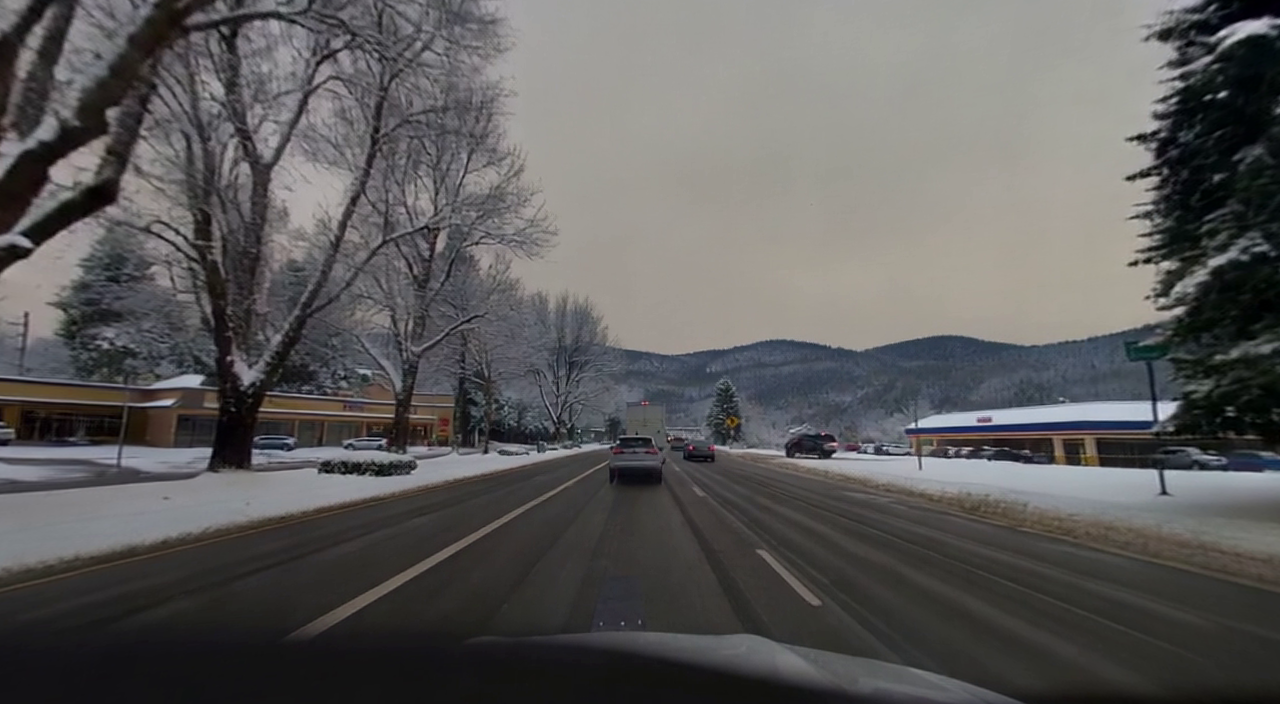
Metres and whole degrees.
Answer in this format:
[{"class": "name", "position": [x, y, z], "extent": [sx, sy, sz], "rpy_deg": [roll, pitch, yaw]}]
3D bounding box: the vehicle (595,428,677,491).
[{"class": "vehicle", "position": [-0.109, 3.148, 18.689], "extent": [2.193, 1.651, 3.946], "rpy_deg": [0, -8, 0]}]

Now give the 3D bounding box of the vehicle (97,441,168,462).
[{"class": "vehicle", "position": [-36.827, 7.215, 45.676], "extent": [3.640, 1.447, 1.788], "rpy_deg": [4, -9, -27]}]

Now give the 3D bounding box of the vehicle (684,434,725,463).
[{"class": "vehicle", "position": [3.897, 5.952, 38.744], "extent": [2.088, 1.655, 4.360], "rpy_deg": [0, -8, 0]}]

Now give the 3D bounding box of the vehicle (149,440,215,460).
[{"class": "vehicle", "position": [-35.856, 7.649, 49.212], "extent": [3.714, 1.510, 1.917], "rpy_deg": [4, -9, -22]}]

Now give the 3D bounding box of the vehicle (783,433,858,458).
[{"class": "vehicle", "position": [13.183, 6.841, 46.027], "extent": [4.887, 1.734, 2.014], "rpy_deg": [0, -8, 2]}]
